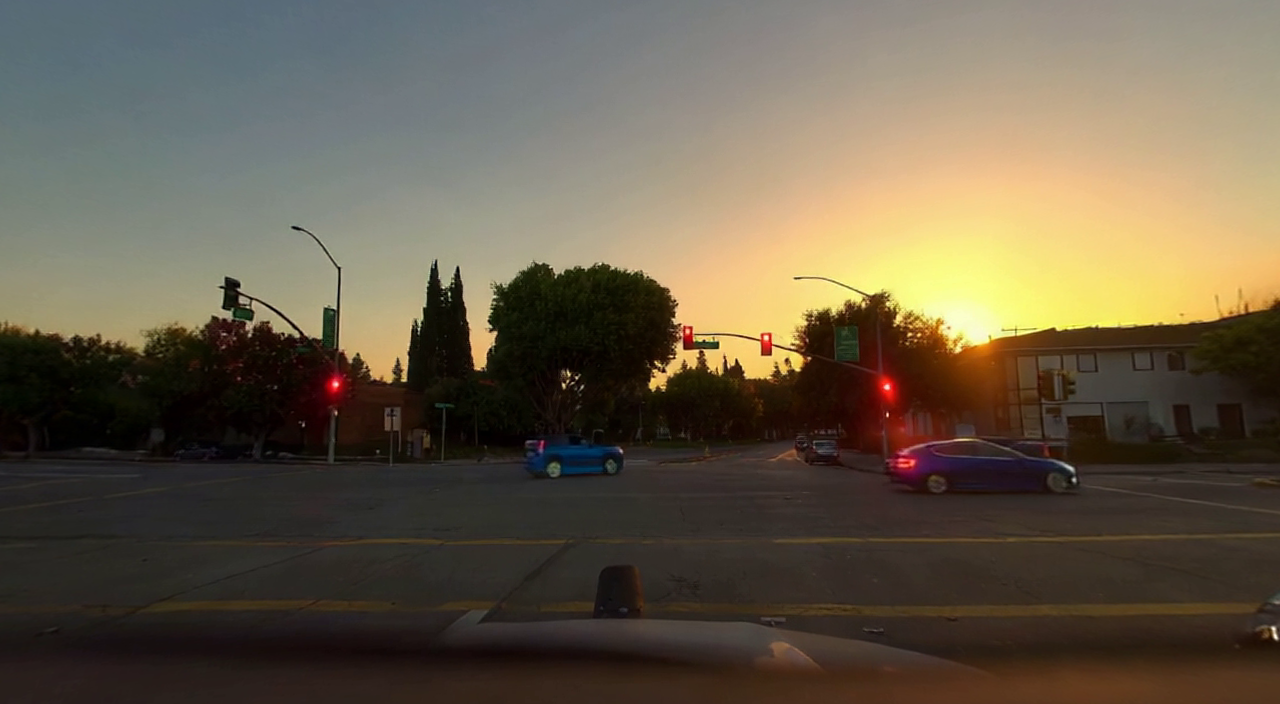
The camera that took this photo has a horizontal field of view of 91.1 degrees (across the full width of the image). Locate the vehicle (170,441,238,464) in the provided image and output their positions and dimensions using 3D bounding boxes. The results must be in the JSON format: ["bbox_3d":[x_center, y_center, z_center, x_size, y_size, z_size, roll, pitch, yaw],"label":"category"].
[{"bbox_3d":[-29.105,6.696,42.033,1.696,1.431,3.686,-1,-8,3],"label":"vehicle"}]

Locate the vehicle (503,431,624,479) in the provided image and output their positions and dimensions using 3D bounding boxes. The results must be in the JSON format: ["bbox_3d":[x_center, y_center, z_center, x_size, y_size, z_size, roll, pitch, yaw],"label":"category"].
[{"bbox_3d":[-3.015,4.057,25.011,4.346,1.753,1.994,5,-10,-31],"label":"vehicle"}]

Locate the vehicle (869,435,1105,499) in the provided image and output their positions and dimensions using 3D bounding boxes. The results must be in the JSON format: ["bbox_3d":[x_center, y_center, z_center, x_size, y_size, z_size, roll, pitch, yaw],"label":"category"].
[{"bbox_3d":[8.923,2.989,16.506,5.000,1.559,1.960,0,-8,0],"label":"vehicle"}]
